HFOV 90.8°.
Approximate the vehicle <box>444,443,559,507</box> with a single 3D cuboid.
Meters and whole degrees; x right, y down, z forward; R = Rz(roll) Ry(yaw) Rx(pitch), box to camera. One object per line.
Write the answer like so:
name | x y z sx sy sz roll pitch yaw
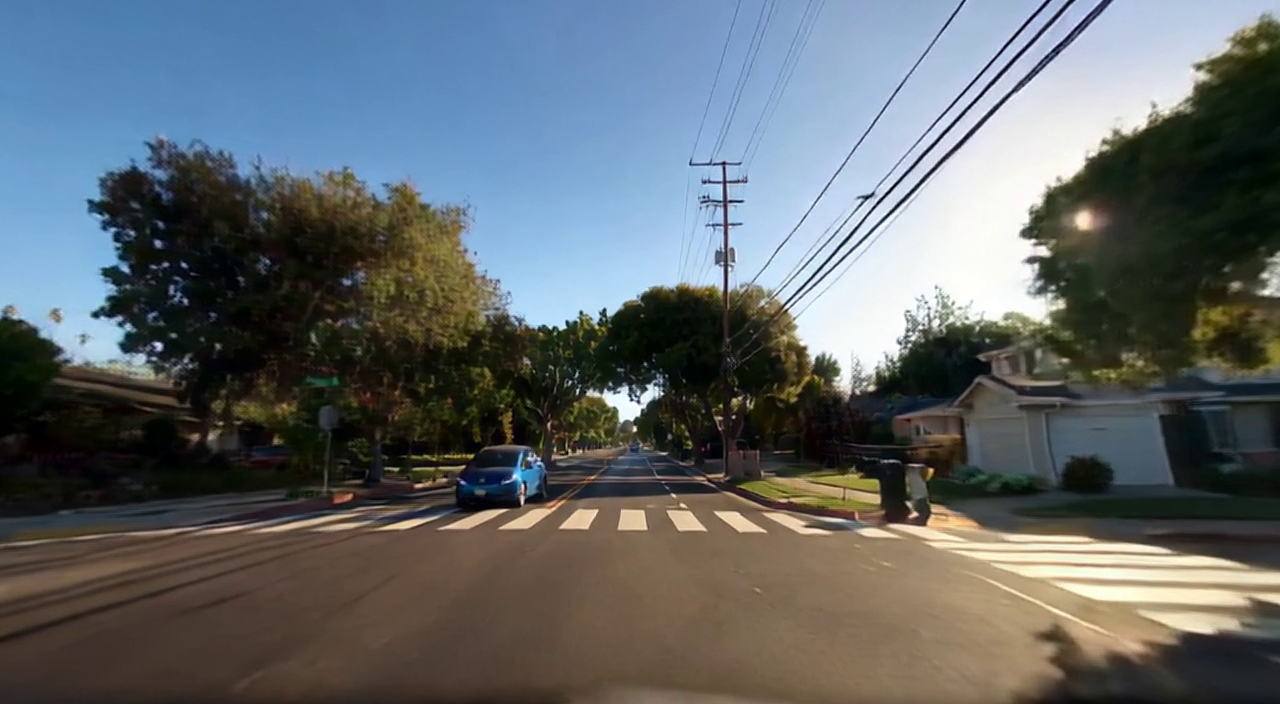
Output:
vehicle | -3.558 3.224 17.072 2.102 1.463 4.024 0 -8 1
